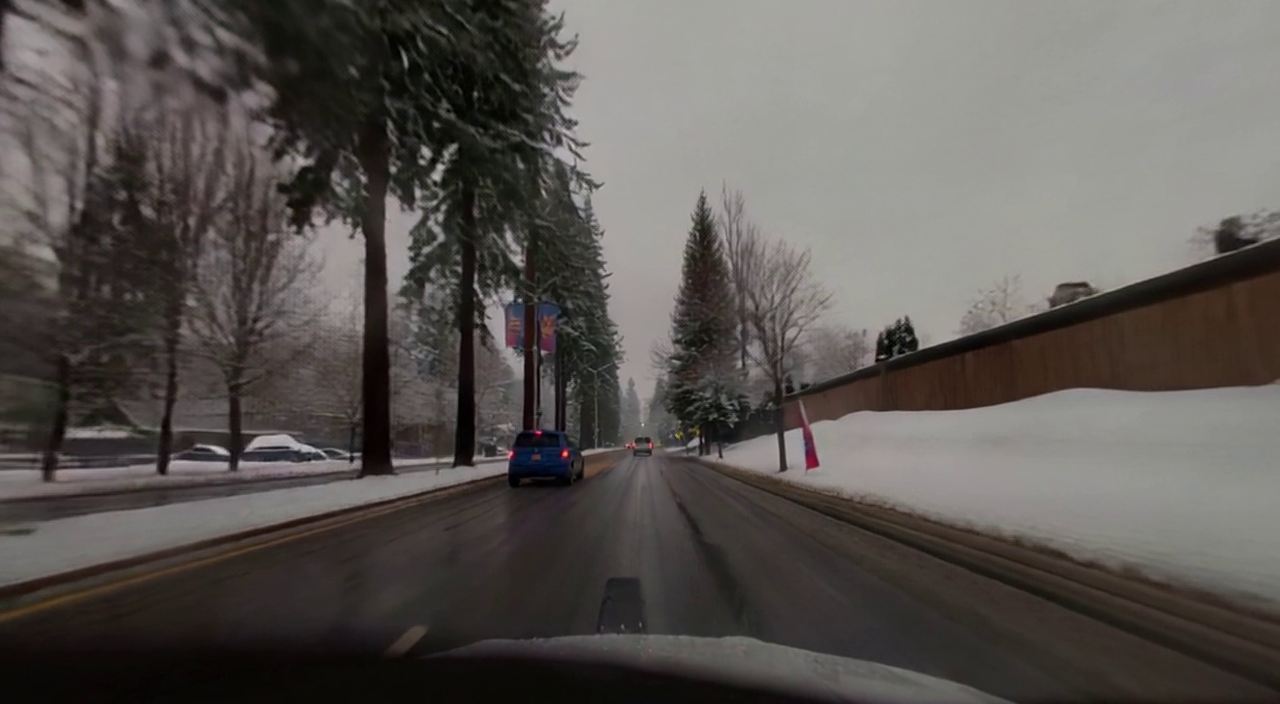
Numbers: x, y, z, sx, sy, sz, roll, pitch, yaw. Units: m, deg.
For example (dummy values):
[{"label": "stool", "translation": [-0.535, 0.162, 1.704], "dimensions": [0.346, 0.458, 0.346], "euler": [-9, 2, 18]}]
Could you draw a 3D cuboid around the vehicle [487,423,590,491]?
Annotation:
[{"label": "vehicle", "translation": [-2.969, 3.225, 19.614], "dimensions": [2.281, 1.837, 4.845], "euler": [0, -8, 1]}]
